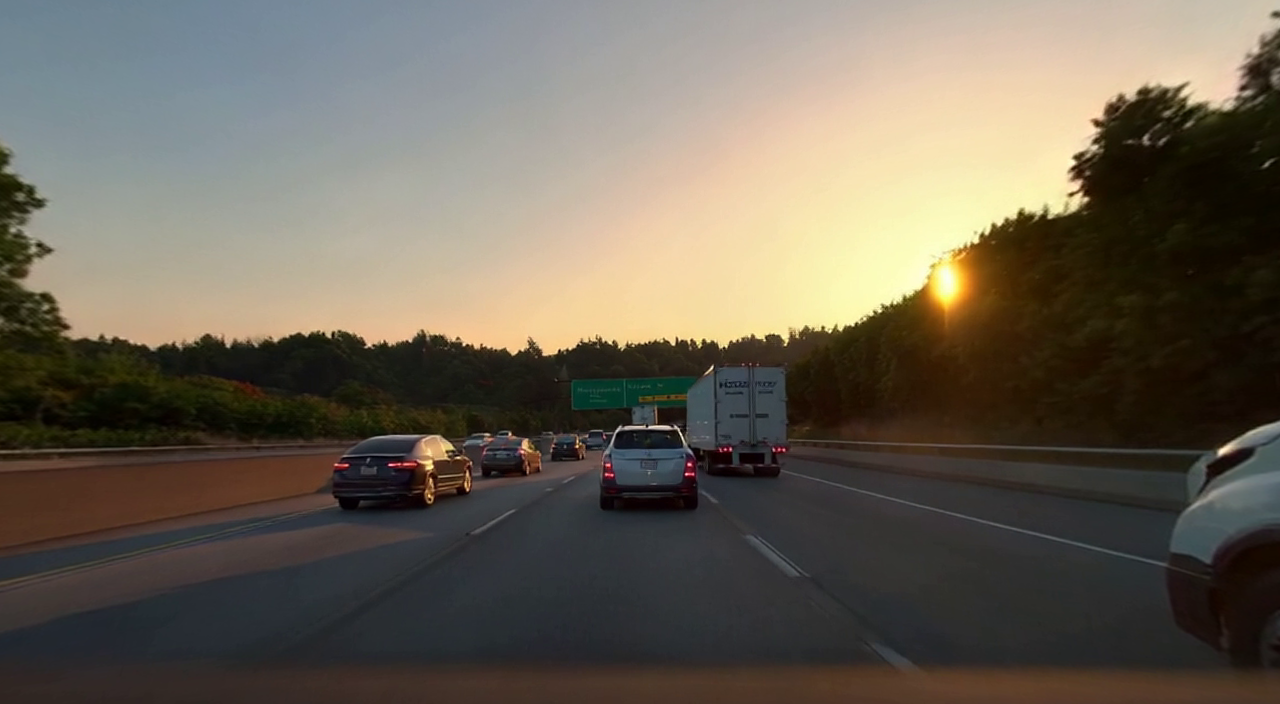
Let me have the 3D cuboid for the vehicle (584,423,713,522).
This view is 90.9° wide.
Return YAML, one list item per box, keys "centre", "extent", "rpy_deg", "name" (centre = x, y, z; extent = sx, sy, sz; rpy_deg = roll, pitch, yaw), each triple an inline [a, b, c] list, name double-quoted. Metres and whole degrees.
- centre: [0.131, 2.097, 11.529]
  extent: [1.973, 1.505, 3.568]
  rpy_deg: [0, -8, 0]
  name: "vehicle"

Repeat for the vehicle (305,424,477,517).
- centre: [-4.618, 2.218, 12.343]
  extent: [1.821, 1.514, 3.677]
  rpy_deg: [0, -8, 0]
  name: "vehicle"

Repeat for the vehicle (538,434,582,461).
- centre: [-4.596, 5.534, 36.747]
  extent: [1.887, 1.493, 4.411]
  rpy_deg: [0, -8, 1]
  name: "vehicle"

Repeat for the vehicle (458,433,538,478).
- centre: [-5.004, 3.671, 22.813]
  extent: [1.880, 1.458, 3.978]
  rpy_deg: [0, -8, 1]
  name: "vehicle"

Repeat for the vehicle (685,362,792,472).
- centre: [4.200, 3.355, 30.760]
  extent: [2.892, 4.101, 14.252]
  rpy_deg: [0, -8, 0]
  name: "vehicle"

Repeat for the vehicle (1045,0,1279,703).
- centre: [3.867, -0.291, 0.435]
  extent: [2.982, 3.860, 6.011]
  rpy_deg: [0, -8, 0]
  name: "vehicle"
